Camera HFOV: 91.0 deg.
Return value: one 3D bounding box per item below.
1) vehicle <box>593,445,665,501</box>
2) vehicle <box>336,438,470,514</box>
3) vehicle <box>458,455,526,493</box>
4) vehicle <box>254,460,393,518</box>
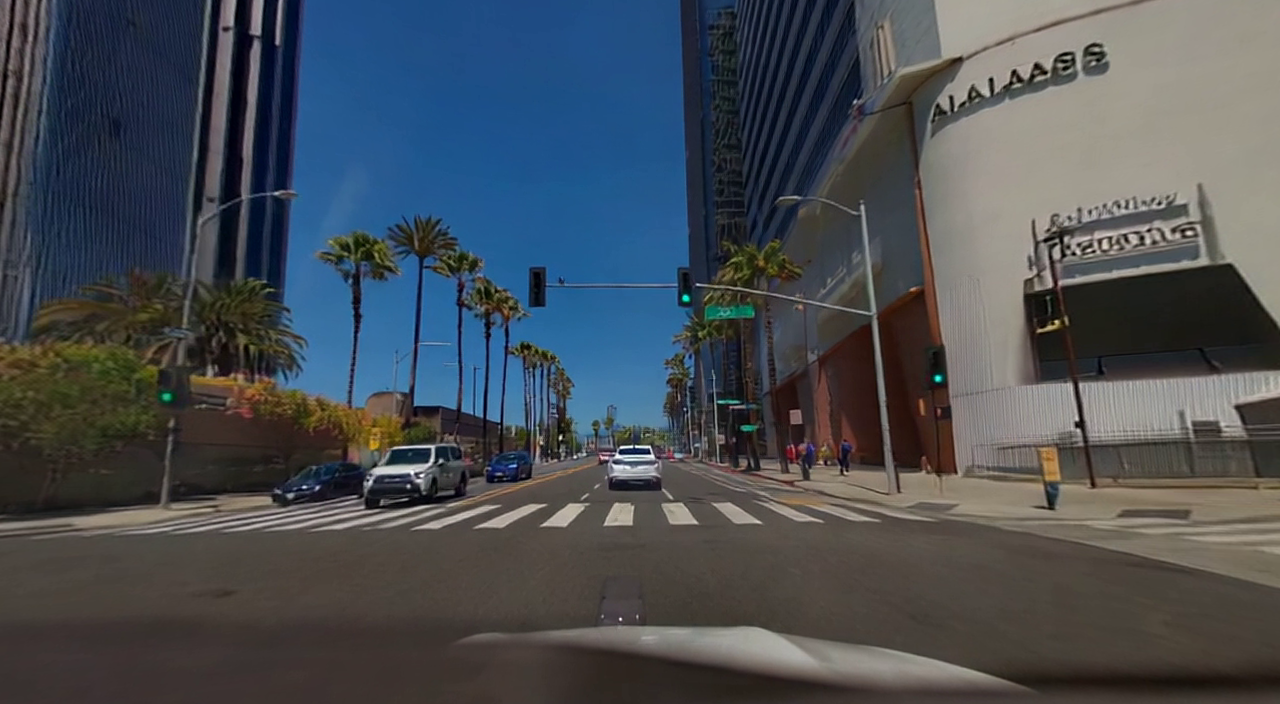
[{"bbox_3d":[-0.354,3.913,20.829,2.145,1.632,3.972,0,-9,-1],"label":"vehicle"},{"bbox_3d":[-6.685,3.520,18.451,2.070,1.893,4.738,0,-9,0],"label":"vehicle"},{"bbox_3d":[-6.498,5.380,28.199,1.951,1.476,4.452,0,-9,0],"label":"vehicle"},{"bbox_3d":[-9.655,4.164,19.674,1.977,1.475,4.491,0,-9,0],"label":"vehicle"}]
